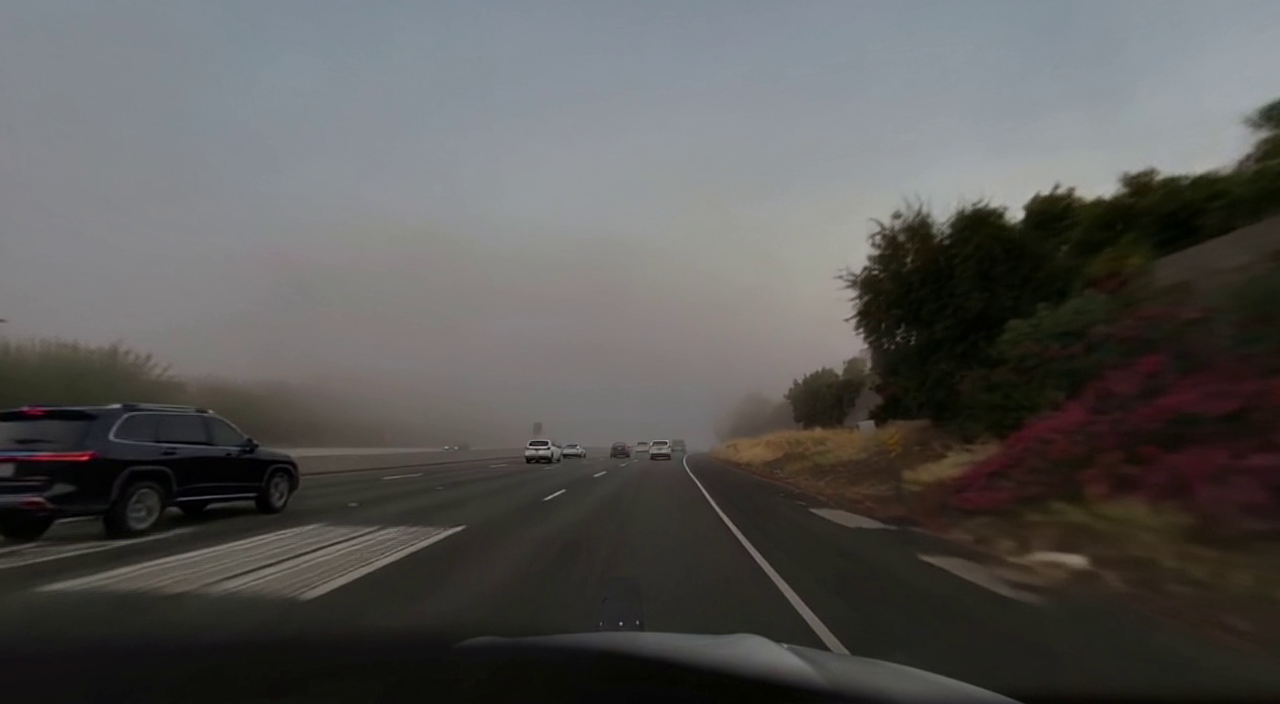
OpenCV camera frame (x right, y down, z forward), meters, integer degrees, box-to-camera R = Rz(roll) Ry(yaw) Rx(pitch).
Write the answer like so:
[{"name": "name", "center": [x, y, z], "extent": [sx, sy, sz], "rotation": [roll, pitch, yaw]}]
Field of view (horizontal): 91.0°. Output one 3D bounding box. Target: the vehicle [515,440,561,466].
[{"name": "vehicle", "center": [-6.449, 6.419, 40.301], "extent": [1.986, 1.534, 4.255], "rotation": [0, -8, 4]}]

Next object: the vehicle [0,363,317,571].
[{"name": "vehicle", "center": [-7.241, 1.488, 8.701], "extent": [2.438, 1.967, 5.596], "rotation": [0, -8, 2]}]

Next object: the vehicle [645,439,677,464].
[{"name": "vehicle", "center": [1.576, 7.109, 45.115], "extent": [2.141, 1.706, 4.065], "rotation": [0, -8, 4]}]
